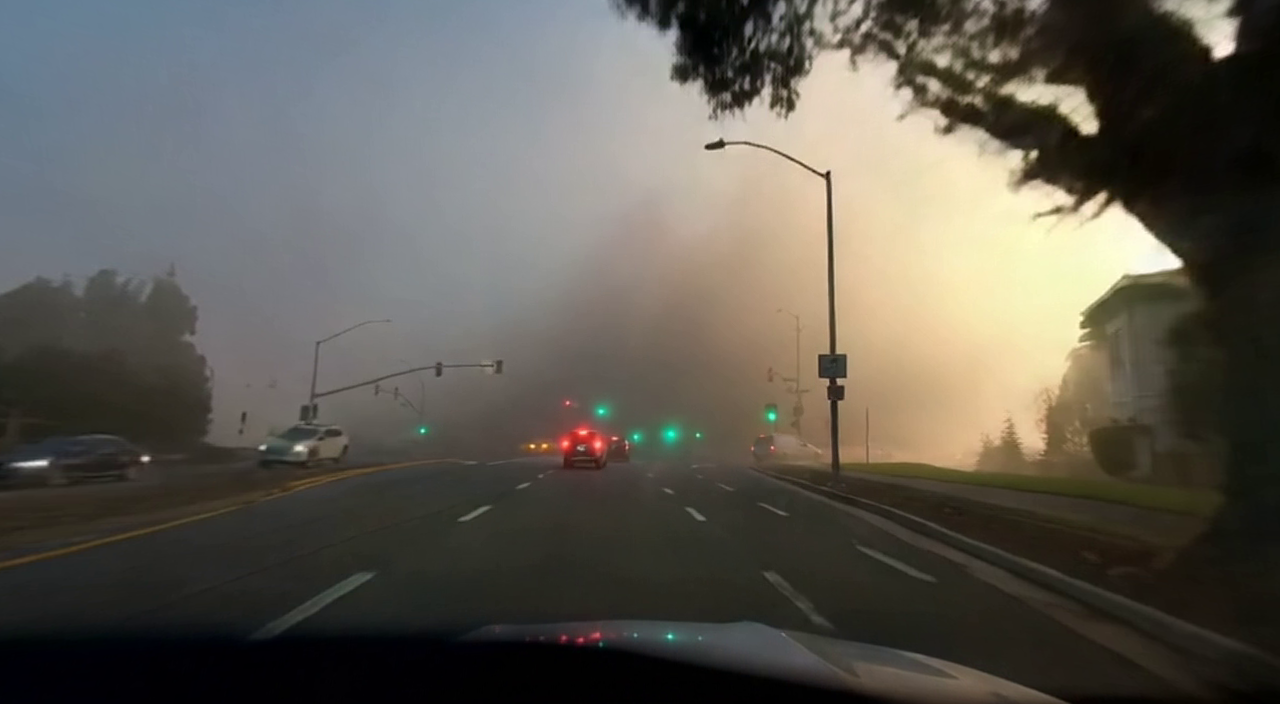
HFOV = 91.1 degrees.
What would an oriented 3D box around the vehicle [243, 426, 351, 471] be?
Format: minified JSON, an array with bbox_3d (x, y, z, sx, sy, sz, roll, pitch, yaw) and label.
[{"bbox_3d":[-15.031,4.254,27.884,2.086,1.797,4.749,0,-8,0],"label":"vehicle"}]

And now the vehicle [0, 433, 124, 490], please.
[{"bbox_3d":[-19.084,3.366,19.758,1.924,1.598,4.652,1,-8,-4],"label":"vehicle"}]

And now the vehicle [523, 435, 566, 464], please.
[{"bbox_3d":[-5.166,5.305,34.303,1.753,1.458,3.742,0,-8,0],"label":"vehicle"}]

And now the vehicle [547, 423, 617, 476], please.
[{"bbox_3d":[-2.088,3.708,24.113,2.152,1.822,4.391,0,-8,2],"label":"vehicle"}]
